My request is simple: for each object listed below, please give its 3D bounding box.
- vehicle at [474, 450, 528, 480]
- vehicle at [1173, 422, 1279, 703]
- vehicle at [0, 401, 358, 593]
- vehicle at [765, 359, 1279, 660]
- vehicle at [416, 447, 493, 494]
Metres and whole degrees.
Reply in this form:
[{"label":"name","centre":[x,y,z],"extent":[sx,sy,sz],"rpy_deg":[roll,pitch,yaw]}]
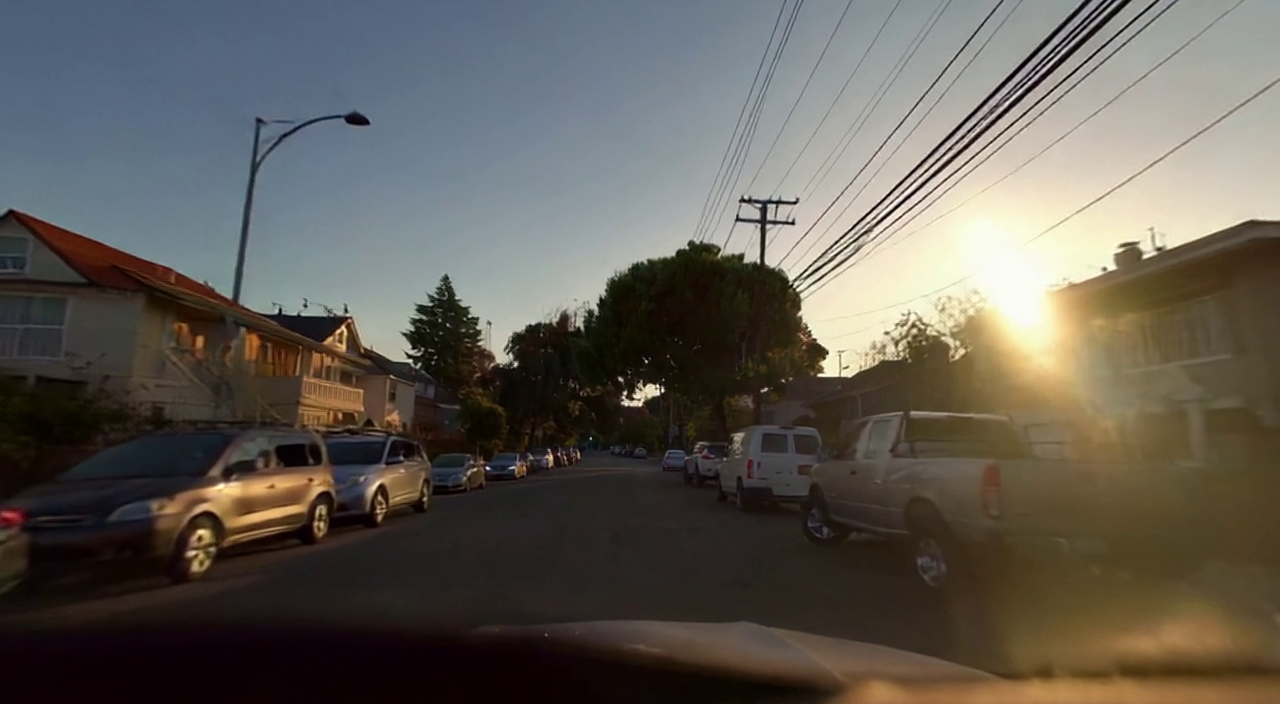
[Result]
[{"label":"vehicle","centre":[-6.955,5.669,32.061],"extent":[1.958,1.359,4.357],"rpy_deg":[0,-8,-3]},{"label":"vehicle","centre":[3.883,0.839,1.177],"extent":[1.990,1.521,4.153],"rpy_deg":[0,-8,-3]},{"label":"vehicle","centre":[-6.009,1.818,8.830],"extent":[2.034,1.923,4.713],"rpy_deg":[0,-8,-1]},{"label":"vehicle","centre":[3.211,1.466,7.138],"extent":[2.237,2.071,5.332],"rpy_deg":[0,-8,-3]},{"label":"vehicle","centre":[-6.650,4.265,23.201],"extent":[1.866,1.474,4.753],"rpy_deg":[1,-8,-6]}]
